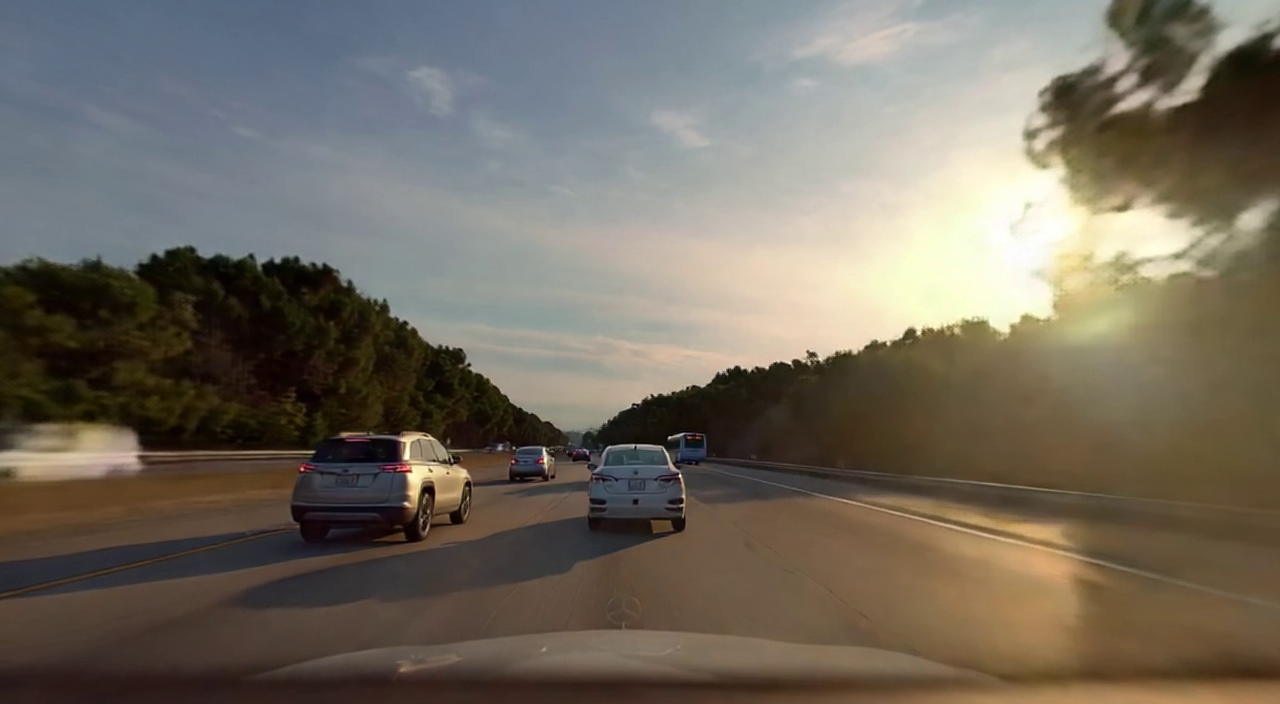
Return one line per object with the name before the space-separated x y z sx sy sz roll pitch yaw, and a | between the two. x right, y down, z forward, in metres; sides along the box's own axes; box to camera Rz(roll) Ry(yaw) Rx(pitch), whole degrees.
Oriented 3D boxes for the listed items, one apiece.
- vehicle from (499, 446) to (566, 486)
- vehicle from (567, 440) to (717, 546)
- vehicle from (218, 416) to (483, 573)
vehicle | -4.392 4.713 26.323 2.122 1.491 3.800 0 -9 -1
vehicle | -0.029 2.325 11.075 2.120 1.478 4.179 0 -9 -2
vehicle | -3.705 1.888 9.054 1.830 1.703 4.142 0 -9 0
